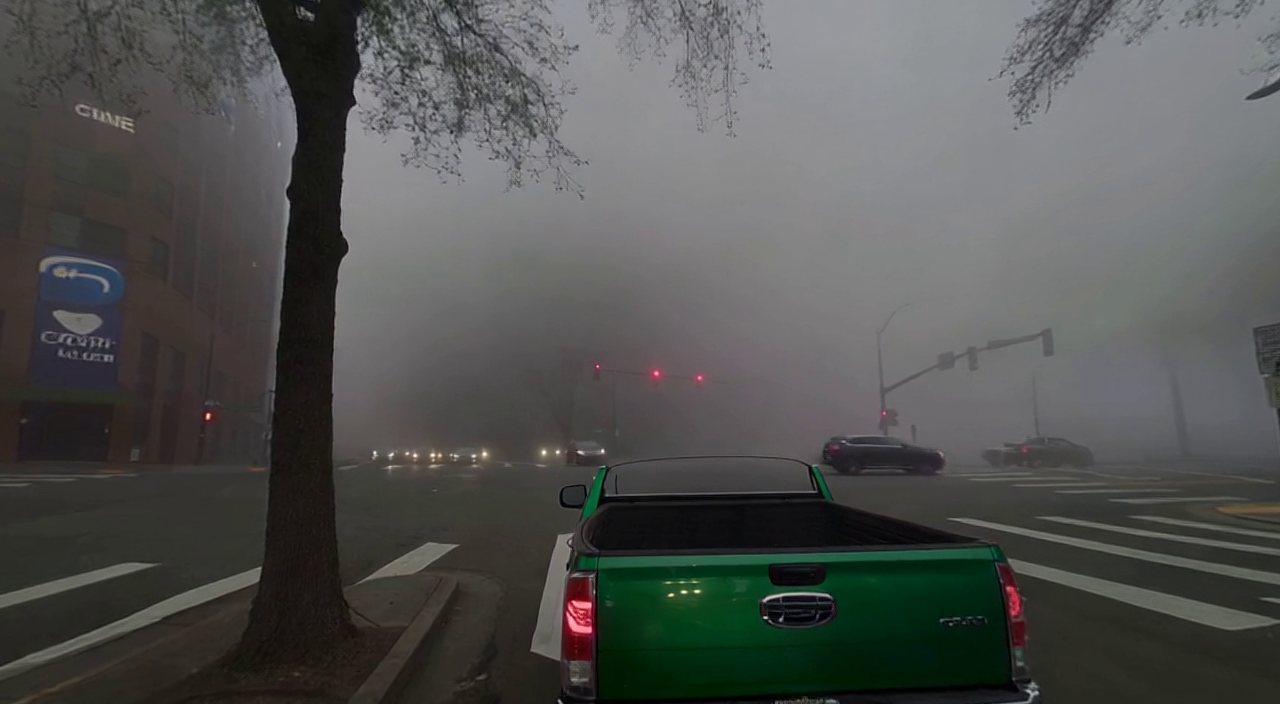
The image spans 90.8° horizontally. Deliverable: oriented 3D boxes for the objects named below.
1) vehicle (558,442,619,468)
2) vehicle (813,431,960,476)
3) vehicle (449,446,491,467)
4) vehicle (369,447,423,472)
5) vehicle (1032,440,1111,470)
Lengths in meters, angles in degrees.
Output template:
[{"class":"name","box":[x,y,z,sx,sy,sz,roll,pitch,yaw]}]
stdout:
[{"class":"vehicle","box":[-3.182,6.254,38.460,1.879,1.464,4.457,5,-10,-31]},{"class":"vehicle","box":[10.969,4.566,28.512,5.667,1.927,2.289,0,-9,3]},{"class":"vehicle","box":[-12.605,7.760,47.082,1.946,1.474,4.008,0,-9,0]},{"class":"vehicle","box":[-16.245,7.144,42.254,1.883,1.586,4.297,0,-9,0]},{"class":"vehicle","box":[26.365,6.266,38.558,4.541,1.731,2.007,5,-10,-28]}]
